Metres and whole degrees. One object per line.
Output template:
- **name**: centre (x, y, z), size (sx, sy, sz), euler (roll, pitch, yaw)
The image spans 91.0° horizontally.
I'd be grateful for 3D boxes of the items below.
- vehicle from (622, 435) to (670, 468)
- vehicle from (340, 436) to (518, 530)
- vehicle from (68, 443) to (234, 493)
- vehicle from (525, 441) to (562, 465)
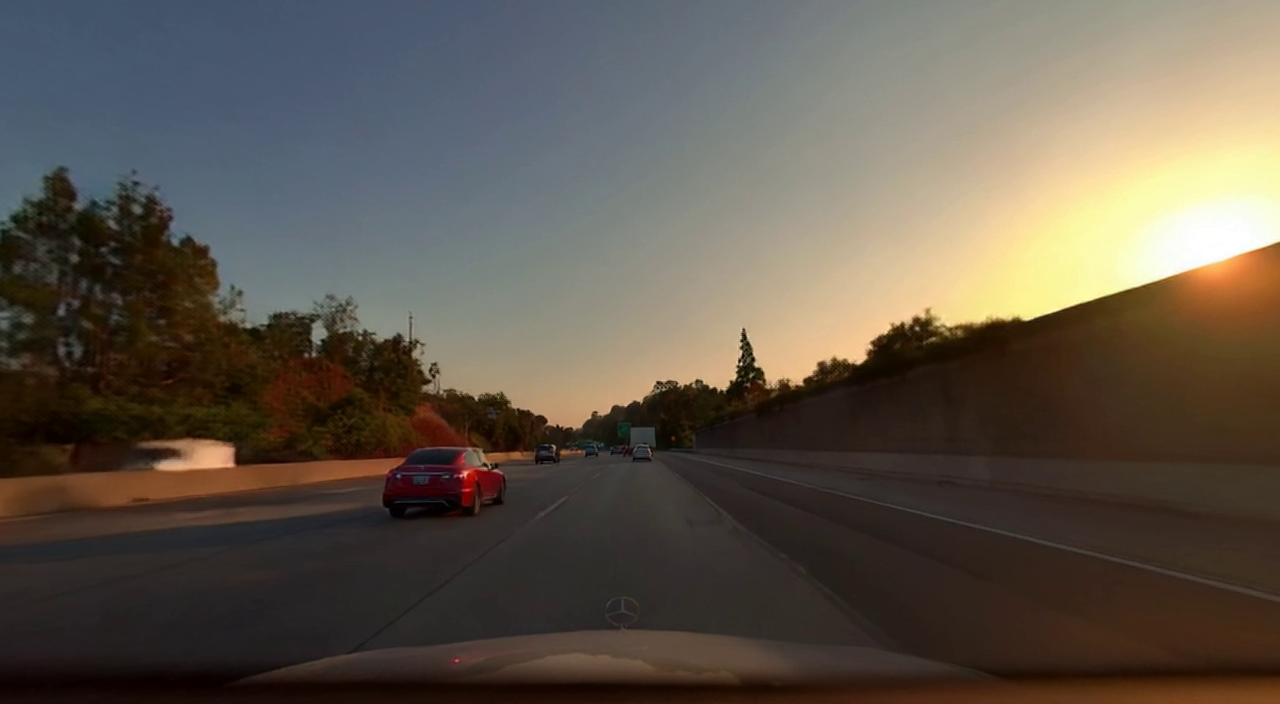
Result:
- **vehicle**: centre (0.315, 6.380, 40.566), size (2.856, 1.994, 4.931), euler (0, -8, -1)
- **vehicle**: centre (-3.842, 2.449, 12.420), size (2.000, 1.512, 4.371), euler (0, -9, 0)
- **vehicle**: centre (-17.247, 4.092, 22.615), size (2.064, 1.581, 4.791), euler (0, -8, 1)
- **vehicle**: centre (-7.438, 7.792, 48.865), size (2.068, 1.757, 4.611), euler (0, -8, 1)
